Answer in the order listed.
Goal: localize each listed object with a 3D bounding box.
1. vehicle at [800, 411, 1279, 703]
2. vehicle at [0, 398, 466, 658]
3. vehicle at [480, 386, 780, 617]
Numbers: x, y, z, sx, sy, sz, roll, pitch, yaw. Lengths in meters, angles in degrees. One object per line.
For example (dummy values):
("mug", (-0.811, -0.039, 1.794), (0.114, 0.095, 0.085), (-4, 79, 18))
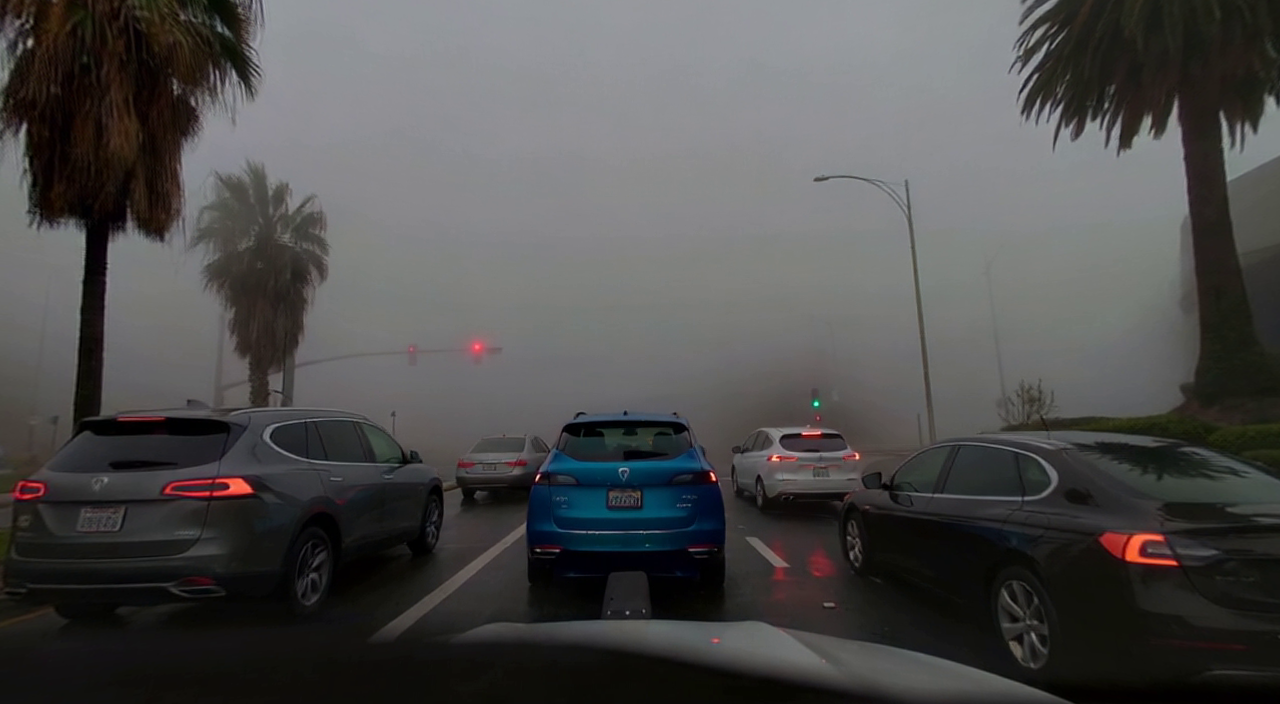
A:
("vehicle", (2.973, 1.368, 5.253), (2.017, 1.491, 4.611), (0, -8, -1))
("vehicle", (-3.353, 1.378, 6.053), (2.014, 1.534, 4.455), (0, -8, 1))
("vehicle", (-0.138, 1.459, 7.069), (2.280, 1.747, 4.361), (0, -8, -2))
